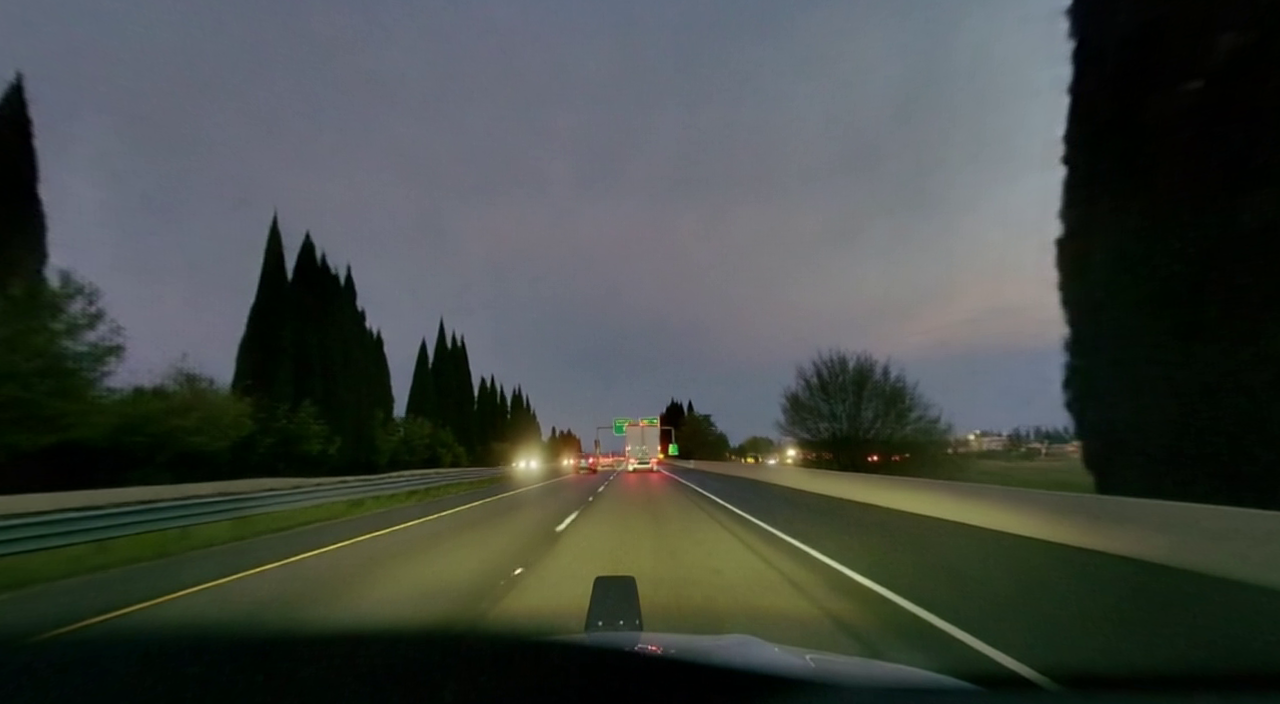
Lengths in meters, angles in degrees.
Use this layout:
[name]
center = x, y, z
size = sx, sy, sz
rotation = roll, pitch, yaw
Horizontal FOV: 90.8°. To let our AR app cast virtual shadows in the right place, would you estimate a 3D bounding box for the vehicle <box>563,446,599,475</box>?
[vehicle]
center = -4.278, 7.945, 46.156
size = 2.168, 1.980, 4.622
rotation = 0, -9, 0
